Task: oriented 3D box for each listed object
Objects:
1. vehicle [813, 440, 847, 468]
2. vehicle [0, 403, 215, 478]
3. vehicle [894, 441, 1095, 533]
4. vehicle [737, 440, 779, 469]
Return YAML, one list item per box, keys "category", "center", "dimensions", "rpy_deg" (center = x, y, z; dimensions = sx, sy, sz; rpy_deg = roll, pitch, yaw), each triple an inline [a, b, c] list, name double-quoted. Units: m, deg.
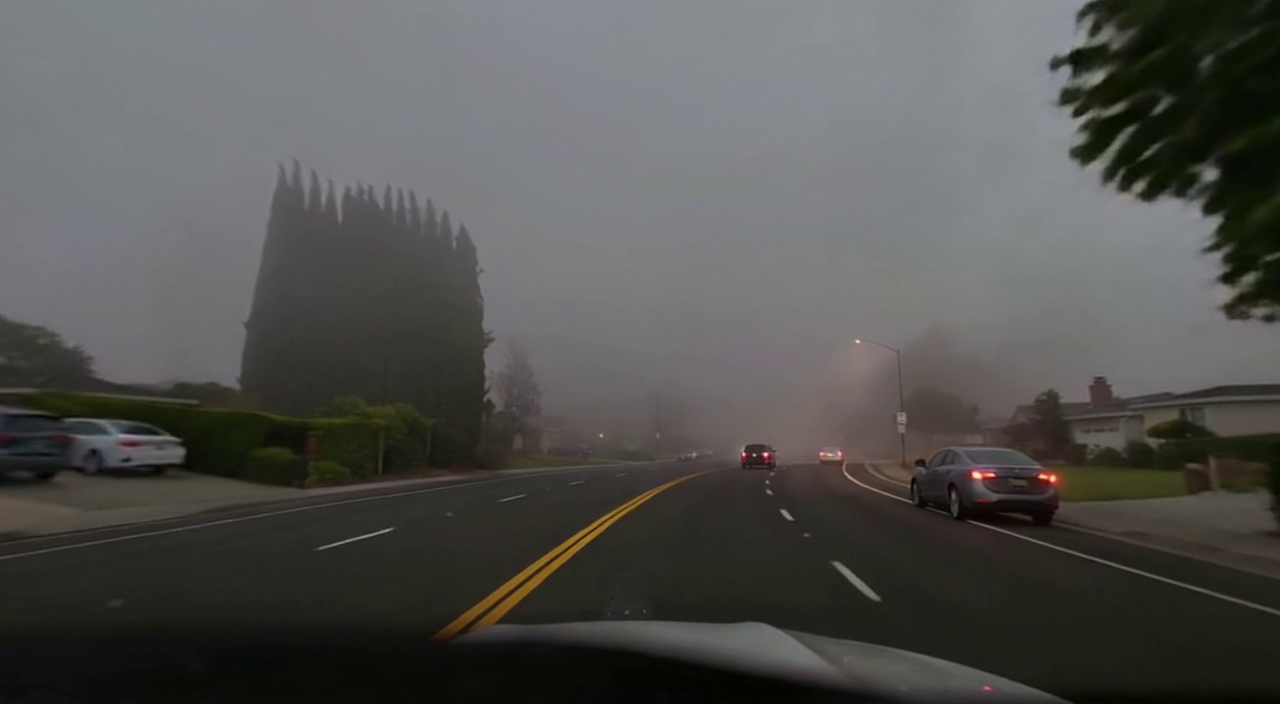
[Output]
- category: "vehicle"
  center: [13.835, 7.403, 46.122]
  dimensions: [2.059, 1.924, 4.257]
  rpy_deg: [-2, -9, 13]
- category: "vehicle"
  center: [-16.363, 2.689, 19.295]
  dimensions: [4.984, 1.812, 2.354]
  rpy_deg: [3, -7, 4]
- category: "vehicle"
  center: [6.808, 2.586, 12.761]
  dimensions: [1.934, 1.506, 4.282]
  rpy_deg: [-1, -8, 6]
- category: "vehicle"
  center: [7.504, 6.442, 39.762]
  dimensions: [2.106, 1.667, 4.367]
  rpy_deg: [-3, -9, 16]
